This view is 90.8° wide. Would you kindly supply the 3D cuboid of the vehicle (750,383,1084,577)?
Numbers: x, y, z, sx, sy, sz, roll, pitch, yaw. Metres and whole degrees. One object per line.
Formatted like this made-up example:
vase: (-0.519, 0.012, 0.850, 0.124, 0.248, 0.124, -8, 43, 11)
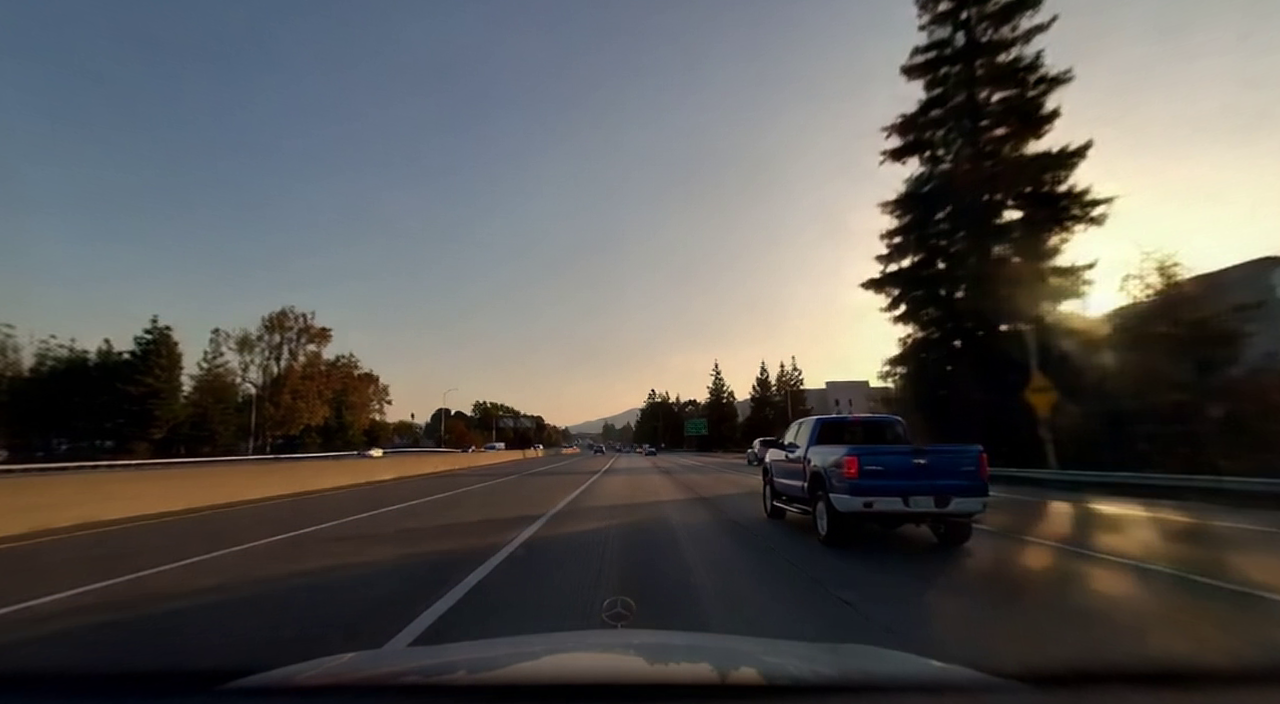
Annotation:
vehicle: (3.288, 1.669, 8.962, 2.462, 1.984, 4.718, 0, -9, -2)
